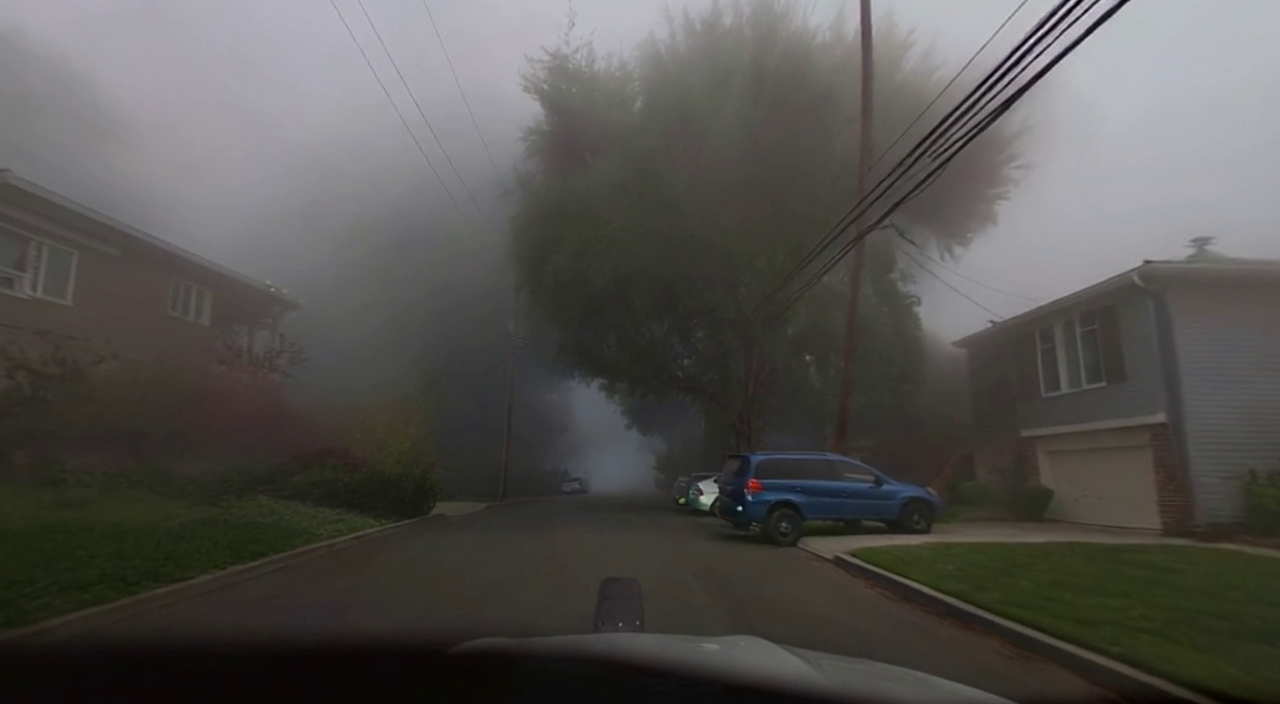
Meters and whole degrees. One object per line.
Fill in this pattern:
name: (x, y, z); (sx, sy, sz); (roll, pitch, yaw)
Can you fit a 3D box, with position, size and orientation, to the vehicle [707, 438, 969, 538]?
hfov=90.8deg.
vehicle: (3.678, 2.564, 12.287); (4.413, 1.728, 1.869); (1, -9, -5)
